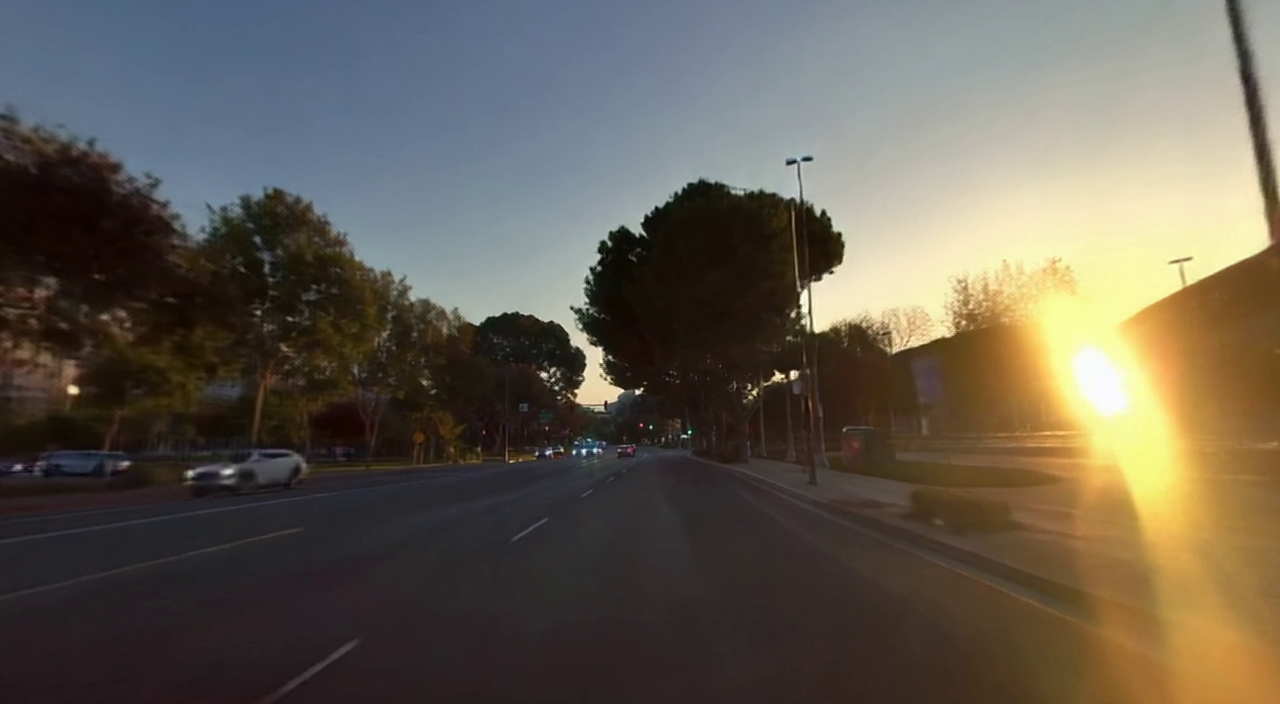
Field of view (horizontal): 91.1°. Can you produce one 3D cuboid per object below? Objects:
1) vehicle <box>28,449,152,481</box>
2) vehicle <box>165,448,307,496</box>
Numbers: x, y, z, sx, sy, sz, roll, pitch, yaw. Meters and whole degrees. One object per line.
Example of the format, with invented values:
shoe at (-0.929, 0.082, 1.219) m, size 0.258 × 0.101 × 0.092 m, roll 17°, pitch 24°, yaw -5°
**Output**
vehicle at (-29.124, 5.983, 33.373) m, size 4.692 × 1.576 × 1.864 m, roll 0°, pitch -9°, yaw -2°
vehicle at (-14.472, 4.280, 22.887) m, size 1.920 × 1.512 × 4.657 m, roll 0°, pitch -9°, yaw 2°
